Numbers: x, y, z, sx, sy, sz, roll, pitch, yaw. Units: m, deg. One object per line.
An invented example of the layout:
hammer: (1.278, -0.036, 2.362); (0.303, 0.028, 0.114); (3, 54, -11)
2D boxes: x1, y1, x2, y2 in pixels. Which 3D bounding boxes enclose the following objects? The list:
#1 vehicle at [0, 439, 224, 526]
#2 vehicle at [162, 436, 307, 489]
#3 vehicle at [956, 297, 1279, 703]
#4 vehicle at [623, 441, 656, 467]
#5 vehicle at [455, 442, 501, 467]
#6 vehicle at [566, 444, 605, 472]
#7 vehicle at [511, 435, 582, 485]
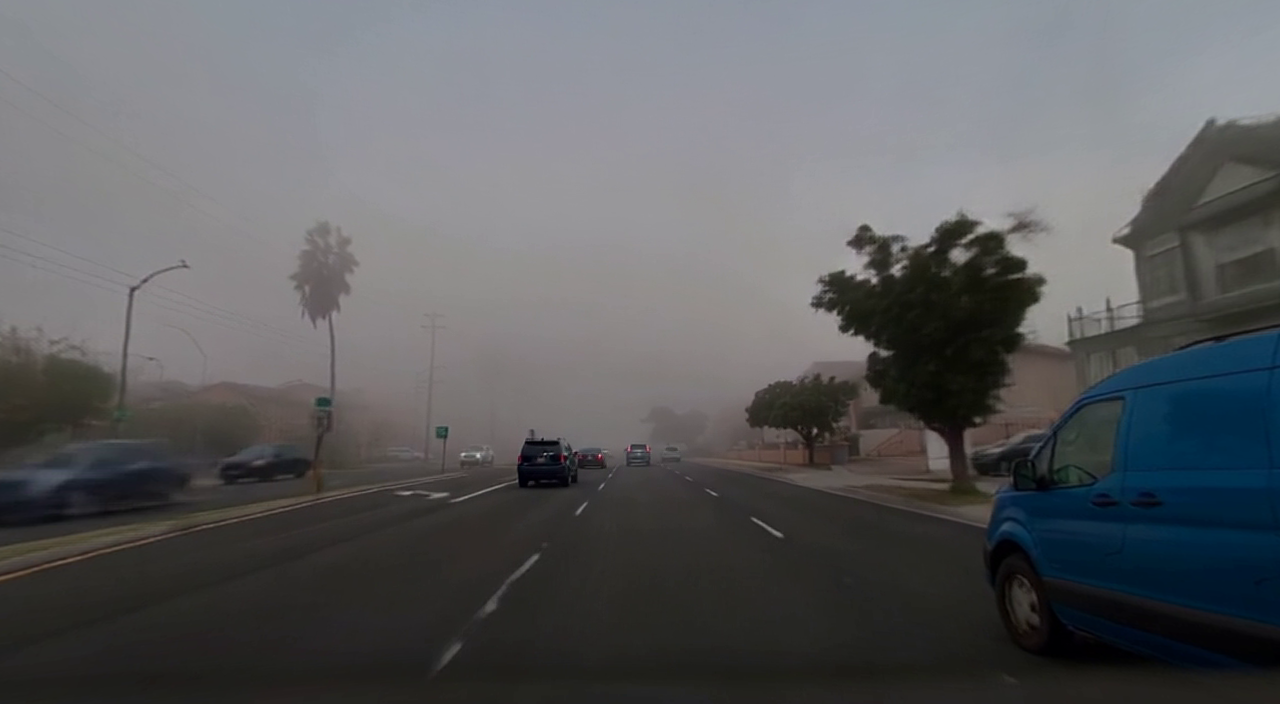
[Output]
vehicle: (-11.881, 2.803, 14.219); (1.989, 1.631, 4.500); (0, -8, -1)
vehicle: (-18.666, 5.098, 29.640); (2.694, 2.177, 6.297); (0, -9, -1)
vehicle: (3.683, 0.755, 2.599); (2.234, 1.912, 4.847); (0, -9, 0)
vehicle: (-0.078, 7.168, 44.611); (2.191, 1.761, 3.857); (0, -8, -2)
vehicle: (-12.171, 7.716, 47.863); (2.242, 1.770, 4.782); (0, -9, 0)
vehicle: (-3.013, 5.957, 35.718); (1.869, 1.454, 4.142); (0, -8, -1)
vehicle: (-3.413, 4.042, 23.861); (1.967, 1.703, 4.157); (0, -8, 1)
